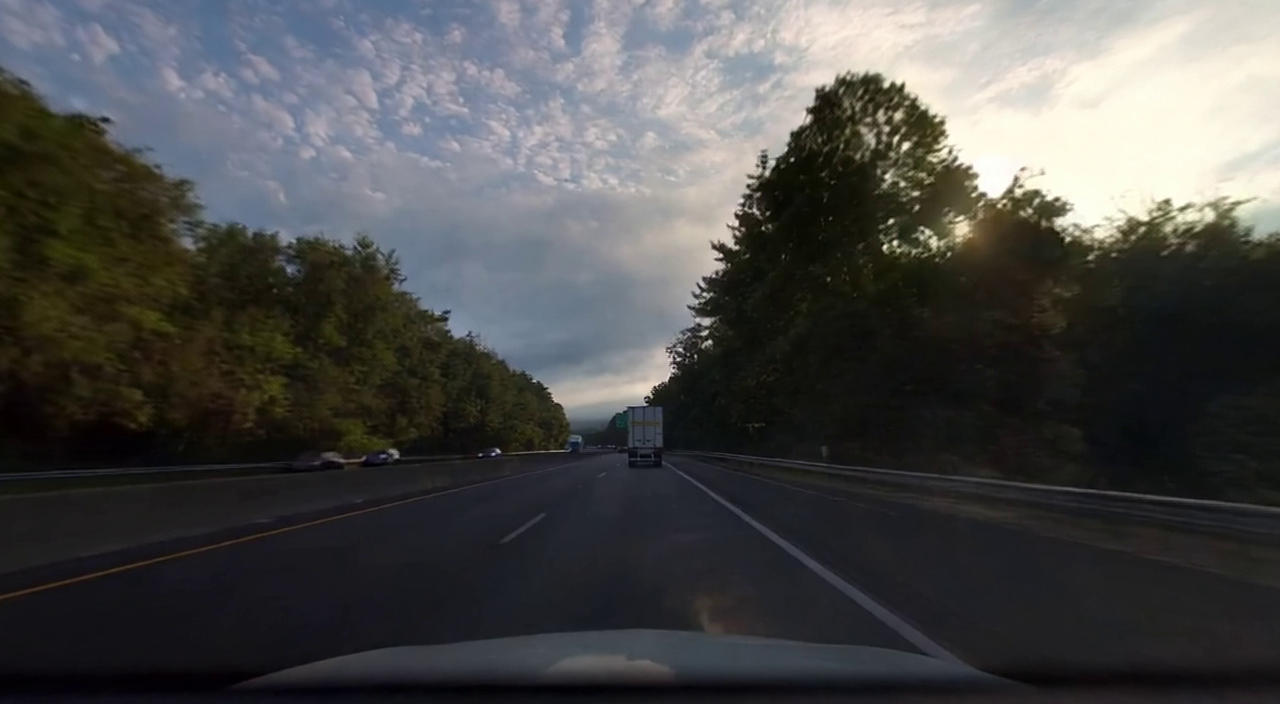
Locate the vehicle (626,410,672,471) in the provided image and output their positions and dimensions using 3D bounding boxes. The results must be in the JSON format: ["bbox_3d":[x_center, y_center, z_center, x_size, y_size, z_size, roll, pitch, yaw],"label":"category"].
[{"bbox_3d":[0.659,6.659,46.843,3.024,3.965,10.399,0,-9,1],"label":"vehicle"}]

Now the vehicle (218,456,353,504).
[{"bbox_3d":[-12.049,4.346,21.826,2.078,1.410,4.399,0,-9,0],"label":"vehicle"}]

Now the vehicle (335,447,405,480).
[{"bbox_3d":[-16.516,6.848,38.880,2.068,1.900,4.792,0,-9,1],"label":"vehicle"}]
